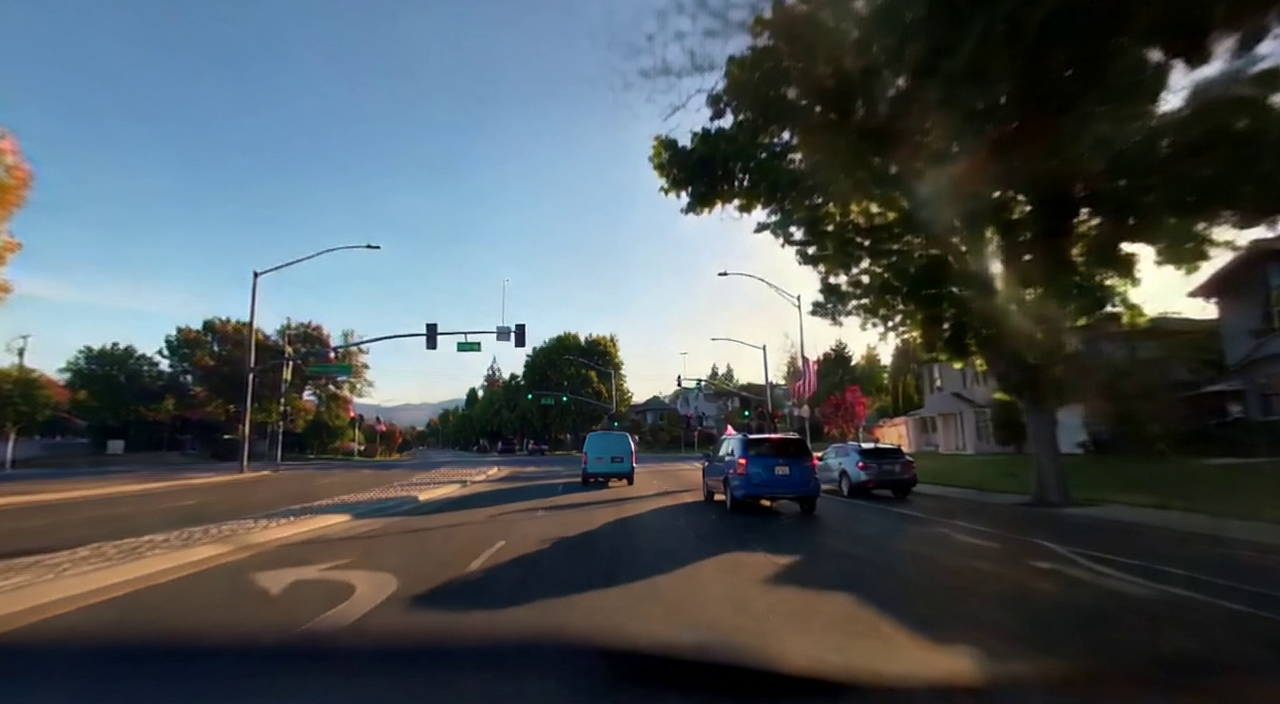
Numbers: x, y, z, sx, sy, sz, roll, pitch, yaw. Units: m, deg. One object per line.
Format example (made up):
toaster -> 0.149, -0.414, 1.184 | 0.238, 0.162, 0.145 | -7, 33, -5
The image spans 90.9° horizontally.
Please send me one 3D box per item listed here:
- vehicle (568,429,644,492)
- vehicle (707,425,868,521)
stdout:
vehicle -> -1.241, 3.515, 20.761 | 2.185, 1.822, 4.583 | 1, -9, -7
vehicle -> 2.909, 2.517, 13.654 | 2.024, 1.686, 4.588 | 0, -9, -5
